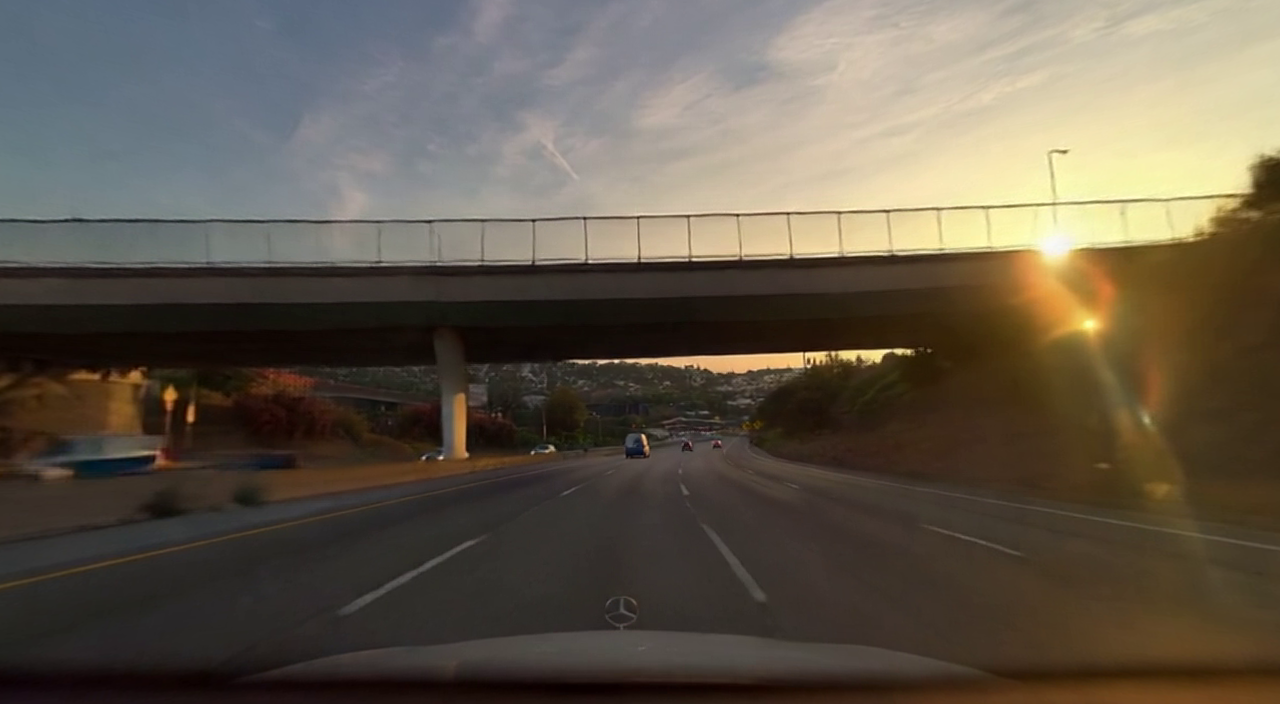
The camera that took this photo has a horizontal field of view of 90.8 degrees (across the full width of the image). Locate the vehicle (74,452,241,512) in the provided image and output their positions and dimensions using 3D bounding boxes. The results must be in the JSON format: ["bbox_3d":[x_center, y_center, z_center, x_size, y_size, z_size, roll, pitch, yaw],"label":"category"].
[{"bbox_3d":[-13.016,3.486,17.350,1.692,1.409,3.525,0,-9,2],"label":"vehicle"}]

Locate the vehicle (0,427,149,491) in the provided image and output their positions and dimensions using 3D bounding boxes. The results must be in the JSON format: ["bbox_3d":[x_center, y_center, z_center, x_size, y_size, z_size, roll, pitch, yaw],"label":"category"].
[{"bbox_3d":[-25.511,4.711,28.080,2.510,2.525,5.441,-1,-9,7],"label":"vehicle"}]
